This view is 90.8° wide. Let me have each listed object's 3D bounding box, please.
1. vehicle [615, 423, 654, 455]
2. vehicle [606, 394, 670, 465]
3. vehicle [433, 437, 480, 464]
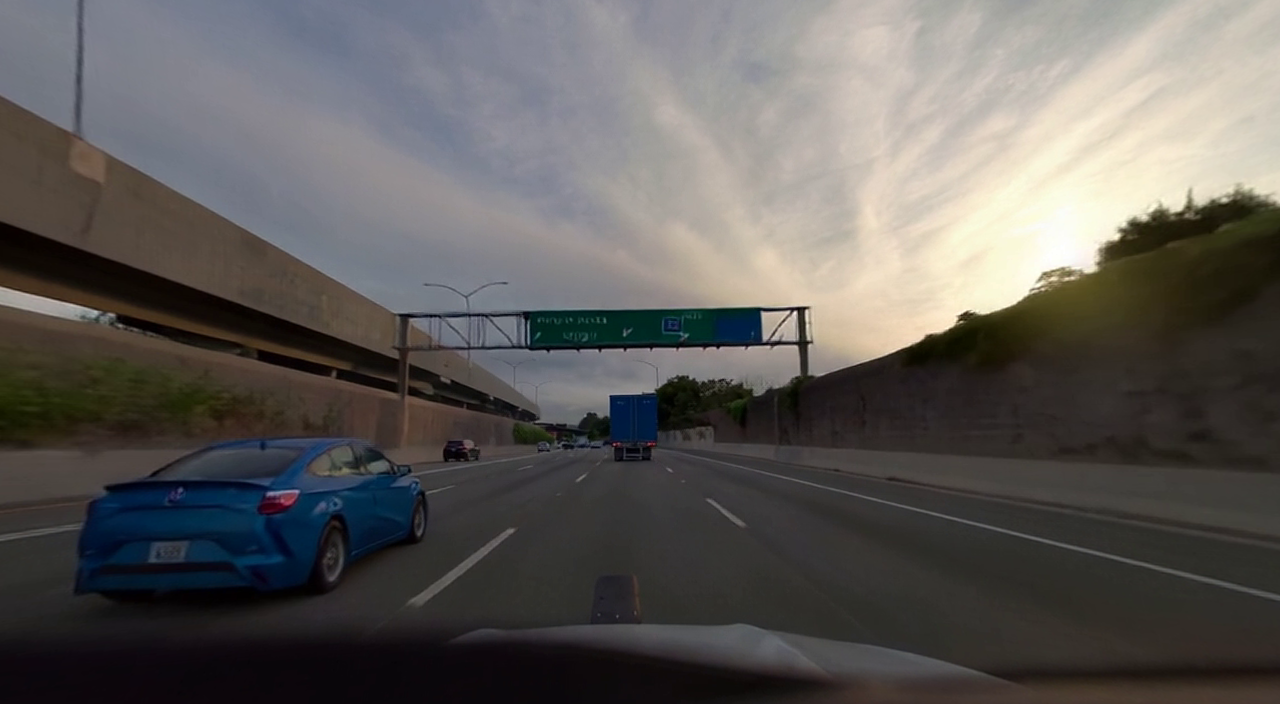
[{"bbox_3d":[-0.374,4.905,35.378,2.052,1.666,4.358,0,-8,-3],"label":"vehicle"},{"bbox_3d":[-0.409,4.900,38.621,3.233,3.678,11.032,0,-9,-3],"label":"vehicle"},{"bbox_3d":[-11.992,6.464,41.608,1.919,1.625,4.183,0,-8,-2],"label":"vehicle"}]
